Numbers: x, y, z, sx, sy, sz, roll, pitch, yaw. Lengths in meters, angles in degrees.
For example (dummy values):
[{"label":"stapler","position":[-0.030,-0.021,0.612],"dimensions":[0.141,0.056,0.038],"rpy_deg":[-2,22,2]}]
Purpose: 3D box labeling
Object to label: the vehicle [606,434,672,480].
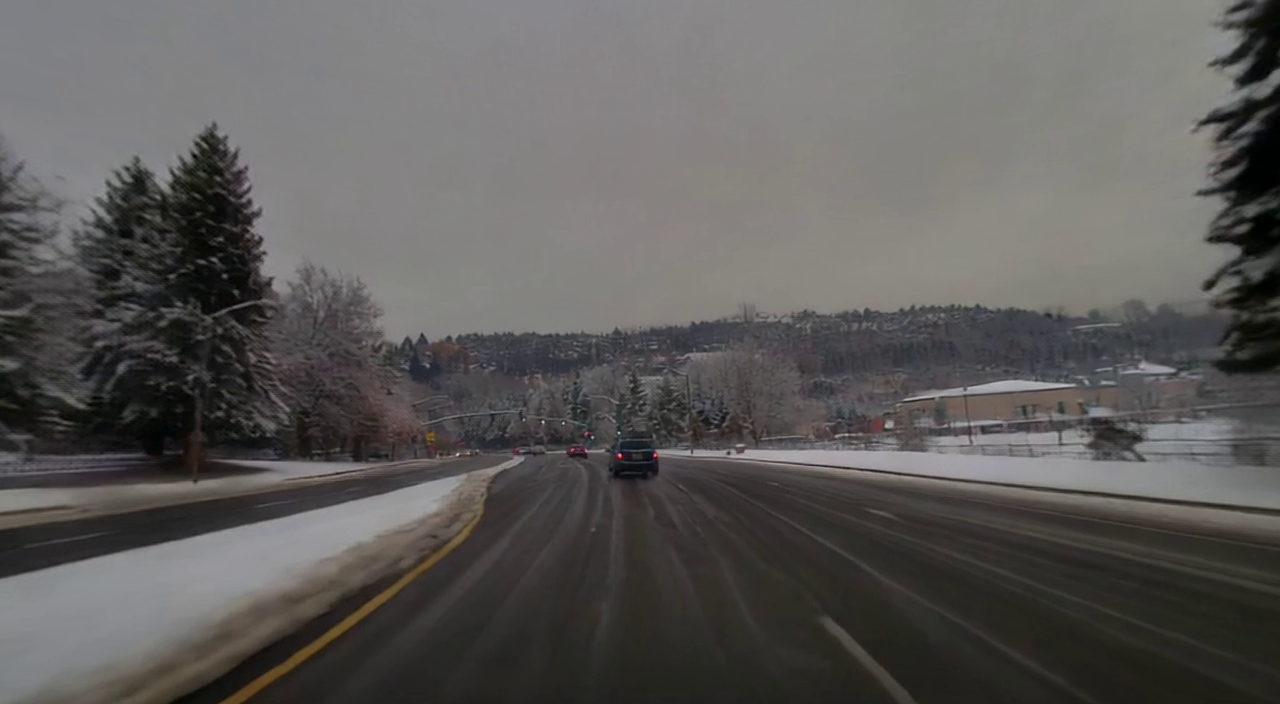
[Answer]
[{"label":"vehicle","position":[-0.156,4.396,26.671],"dimensions":[2.253,1.756,4.313],"rpy_deg":[1,-9,-7]}]
